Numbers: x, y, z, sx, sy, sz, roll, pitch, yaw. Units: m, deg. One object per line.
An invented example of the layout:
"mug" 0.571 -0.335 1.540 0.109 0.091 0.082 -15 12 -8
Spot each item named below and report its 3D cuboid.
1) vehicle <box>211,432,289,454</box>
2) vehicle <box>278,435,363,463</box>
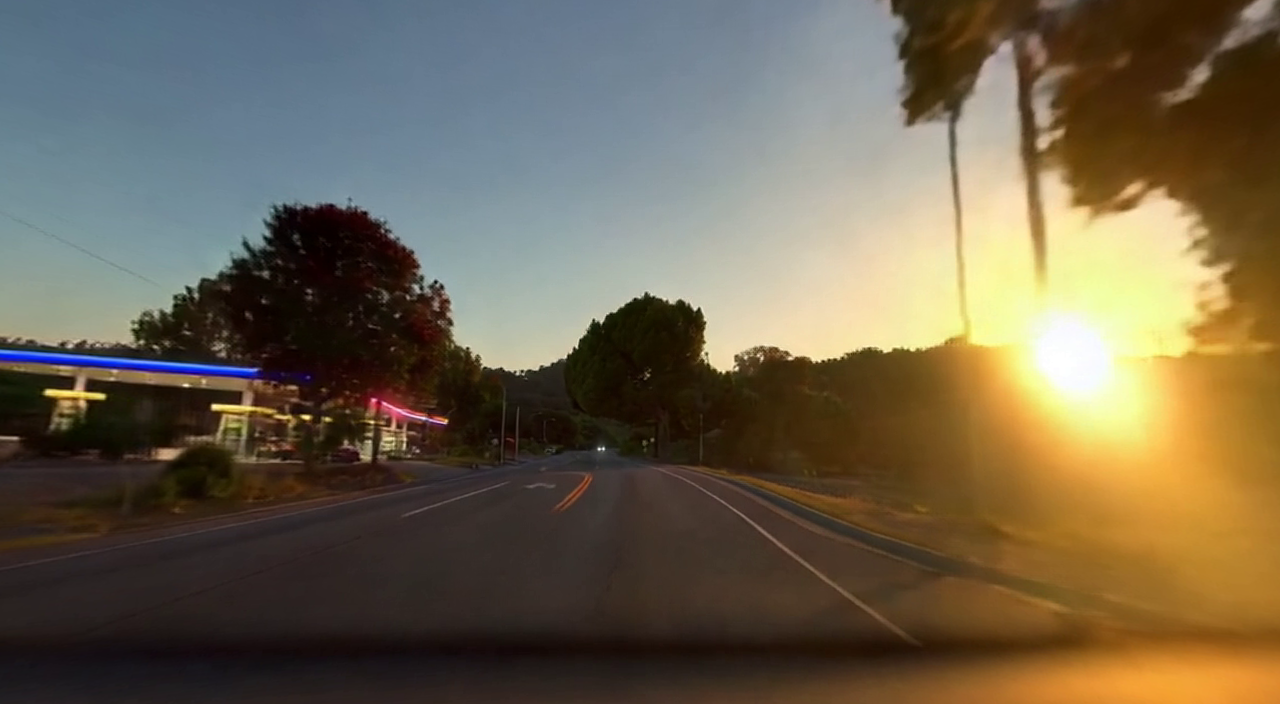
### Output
"vehicle" -28.555 6.652 46.212 4.505 1.523 1.873 8 -12 -43
"vehicle" -22.234 6.768 43.939 4.907 1.827 2.121 6 -10 -35
